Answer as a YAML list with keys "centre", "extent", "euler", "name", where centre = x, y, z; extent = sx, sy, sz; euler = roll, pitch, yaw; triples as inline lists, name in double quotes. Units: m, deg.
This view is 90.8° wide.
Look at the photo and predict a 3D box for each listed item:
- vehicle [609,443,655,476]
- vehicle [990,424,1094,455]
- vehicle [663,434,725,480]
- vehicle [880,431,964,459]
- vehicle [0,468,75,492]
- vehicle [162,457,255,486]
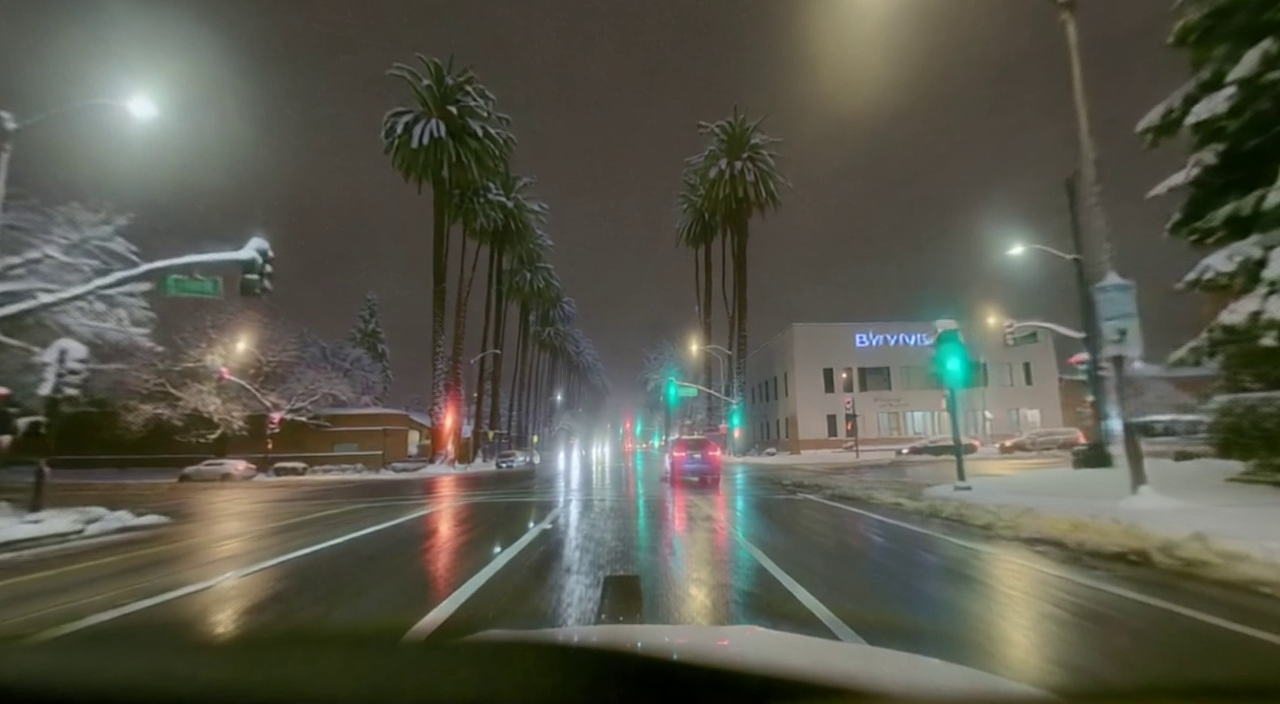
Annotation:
- centre: [-0.419, 5.150, 30.560]
  extent: [2.088, 1.452, 3.993]
  euler: [0, -8, -2]
  name: "vehicle"
- centre: [25.556, 5.588, 40.304]
  extent: [5.130, 1.875, 2.118]
  euler: [0, -8, -2]
  name: "vehicle"
- centre: [2.107, 4.276, 25.937]
  extent: [2.003, 1.702, 4.288]
  euler: [0, -8, -3]
  name: "vehicle"
- centre: [17.638, 5.829, 39.698]
  extent: [4.277, 1.665, 2.006]
  euler: [0, -8, -2]
  name: "vehicle"
- centre: [-40.591, 8.462, 41.978]
  extent: [4.158, 1.463, 1.836]
  euler: [0, -8, -1]
  name: "vehicle"
- centre: [-28.732, 7.956, 42.151]
  extent: [4.570, 1.741, 2.107]
  euler: [0, -8, -1]
  name: "vehicle"
